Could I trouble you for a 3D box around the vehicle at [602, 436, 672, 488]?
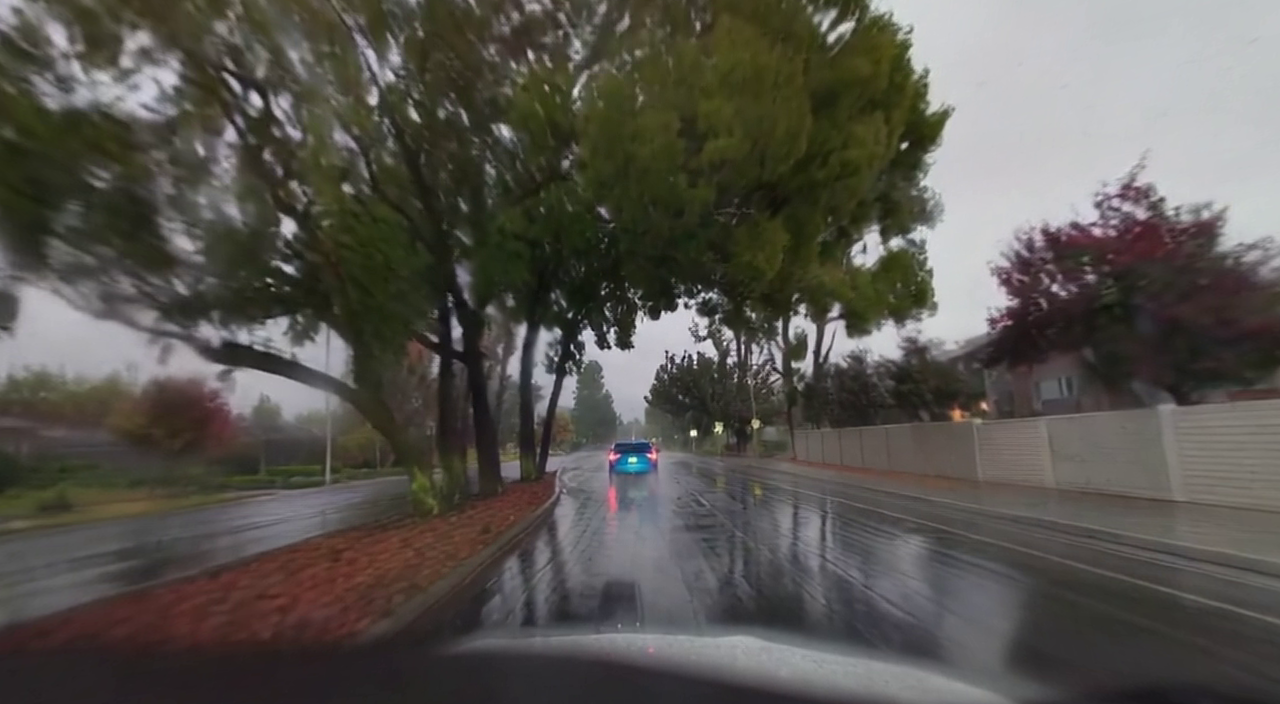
[{"bbox_3d":[-0.113,3.797,22.090,2.181,1.639,4.127,0,-9,0],"label":"vehicle"}]
